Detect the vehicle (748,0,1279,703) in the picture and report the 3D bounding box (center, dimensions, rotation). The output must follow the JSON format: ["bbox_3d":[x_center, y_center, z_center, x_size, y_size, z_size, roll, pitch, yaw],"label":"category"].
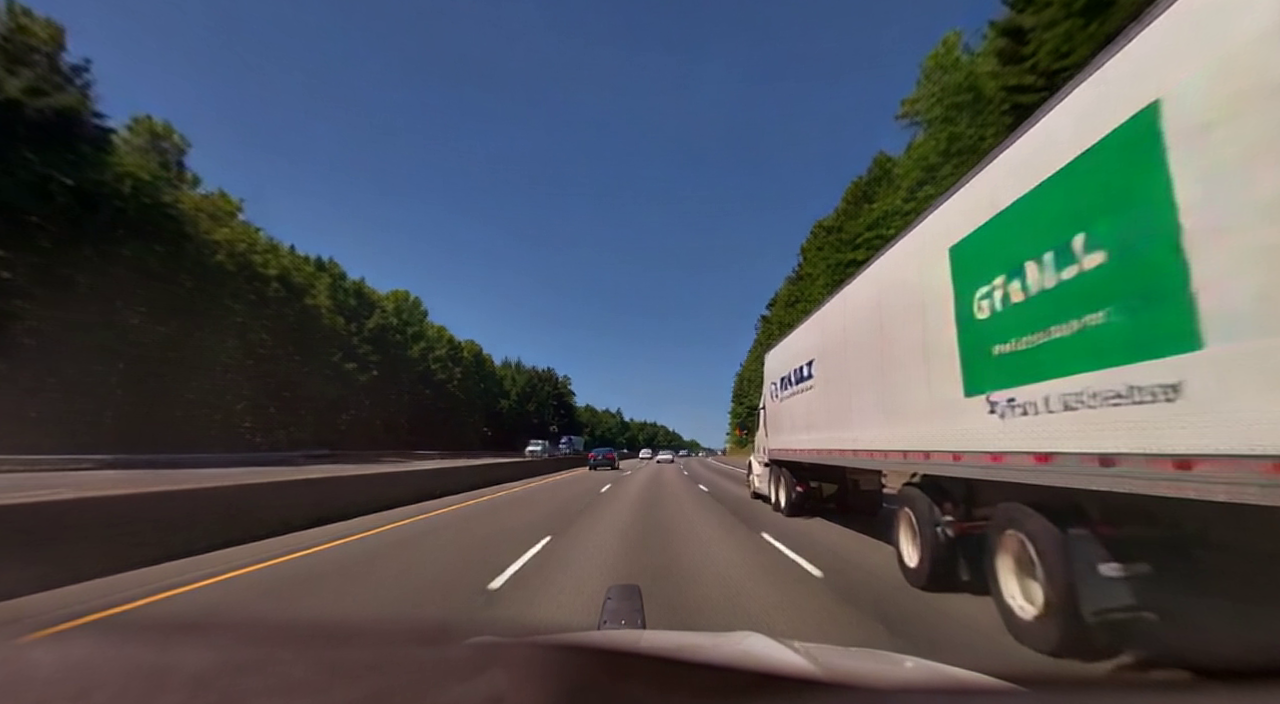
[{"bbox_3d":[4.326,0.663,8.657,3.057,3.993,13.914,0,-9,-1],"label":"vehicle"}]

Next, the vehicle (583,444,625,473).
[{"bbox_3d":[-2.237,6.753,40.075,2.205,1.728,4.397,-1,-9,3],"label":"vehicle"}]
